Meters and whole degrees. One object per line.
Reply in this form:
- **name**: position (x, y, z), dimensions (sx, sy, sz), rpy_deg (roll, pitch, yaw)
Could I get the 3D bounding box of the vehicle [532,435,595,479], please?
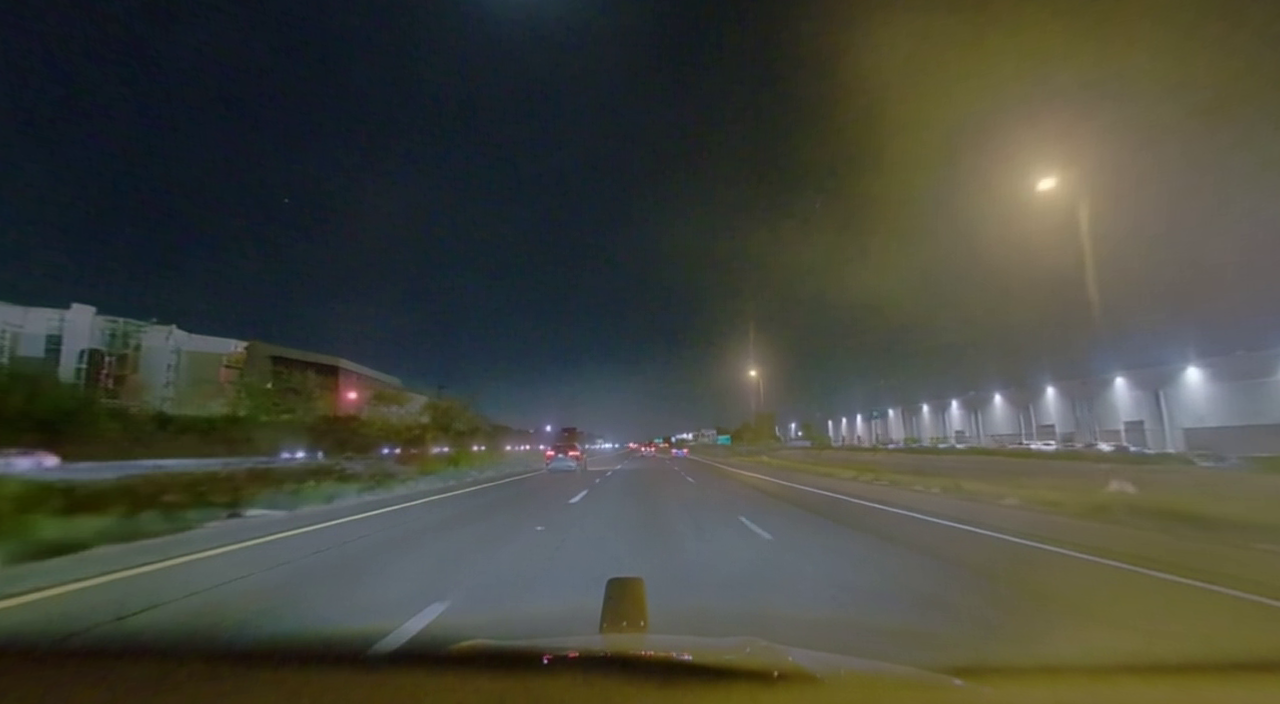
- **vehicle**: position (-3.450, 4.849, 29.380), dimensions (2.218, 1.850, 4.774), rpy_deg (0, -9, 2)
